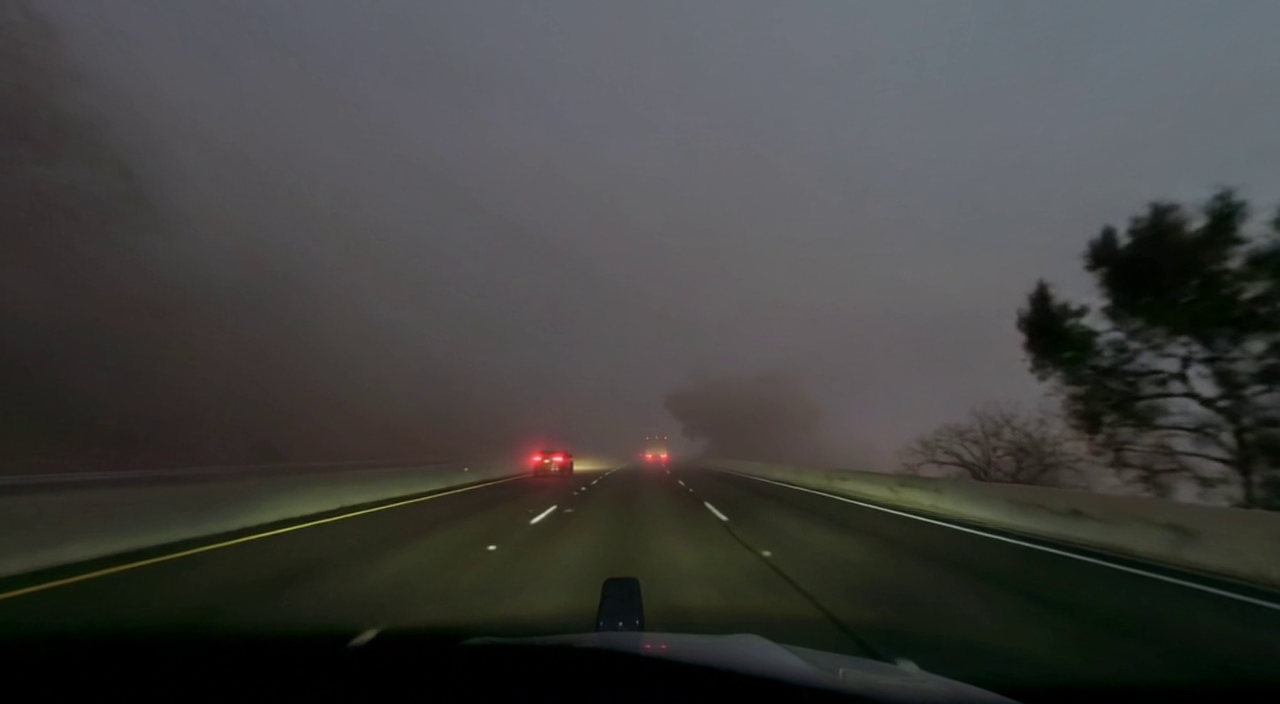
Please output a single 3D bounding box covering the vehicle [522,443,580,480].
[{"bbox_3d":[-4.123,5.136,29.818,2.035,1.595,4.022,0,-9,1],"label":"vehicle"}]
